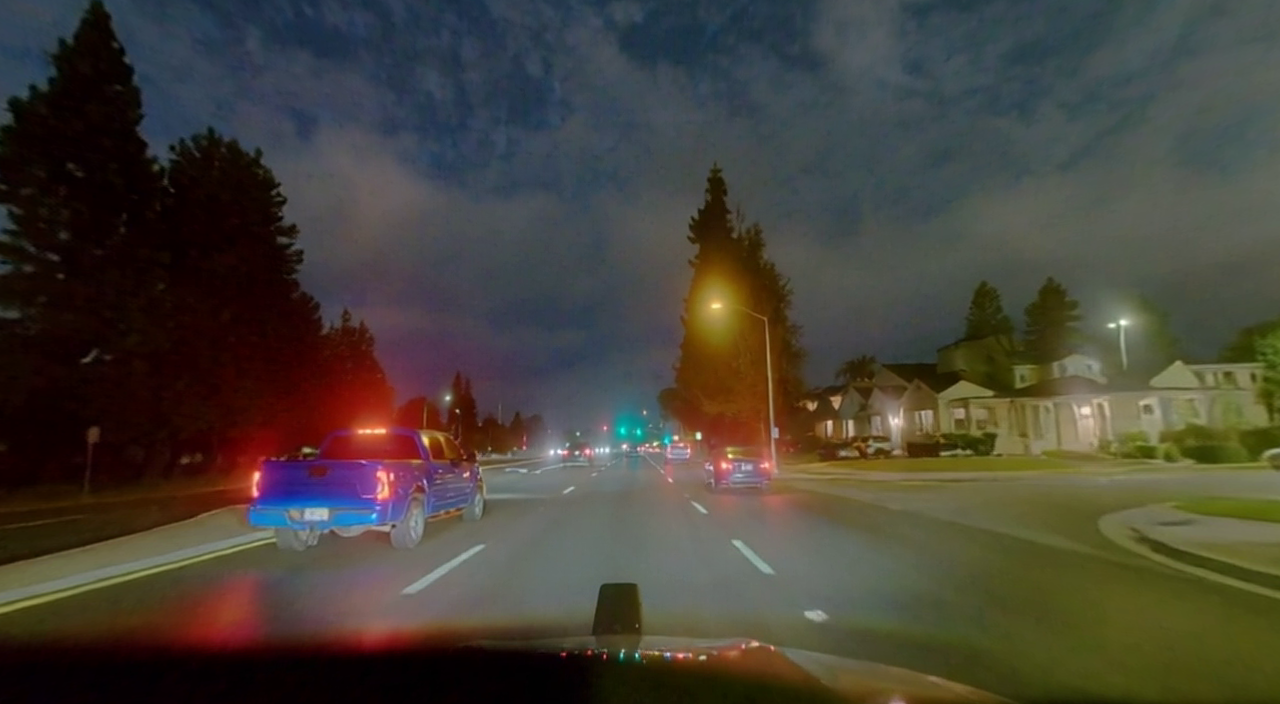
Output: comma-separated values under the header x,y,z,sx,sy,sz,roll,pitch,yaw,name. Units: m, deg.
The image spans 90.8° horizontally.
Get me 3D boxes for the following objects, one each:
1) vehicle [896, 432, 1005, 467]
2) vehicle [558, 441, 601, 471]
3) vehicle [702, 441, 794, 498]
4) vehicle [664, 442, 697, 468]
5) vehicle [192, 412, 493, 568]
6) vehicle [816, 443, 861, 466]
x,y,z,sx,sy,sz,roll,pitch,yaw,name
17.107,5.381,35.016,1.991,1.806,4.902,7,-11,-39,vehicle
-3.823,6.667,40.647,2.218,1.829,4.492,0,-9,1,vehicle
3.032,3.394,18.655,1.884,1.463,4.195,0,-8,-1,vehicle
3.064,7.969,49.016,2.099,1.845,4.363,0,-9,-2,vehicle
-3.986,1.957,9.857,2.111,1.745,5.274,0,-8,0,vehicle
13.641,7.045,43.615,1.929,1.502,4.177,-1,-9,3,vehicle
